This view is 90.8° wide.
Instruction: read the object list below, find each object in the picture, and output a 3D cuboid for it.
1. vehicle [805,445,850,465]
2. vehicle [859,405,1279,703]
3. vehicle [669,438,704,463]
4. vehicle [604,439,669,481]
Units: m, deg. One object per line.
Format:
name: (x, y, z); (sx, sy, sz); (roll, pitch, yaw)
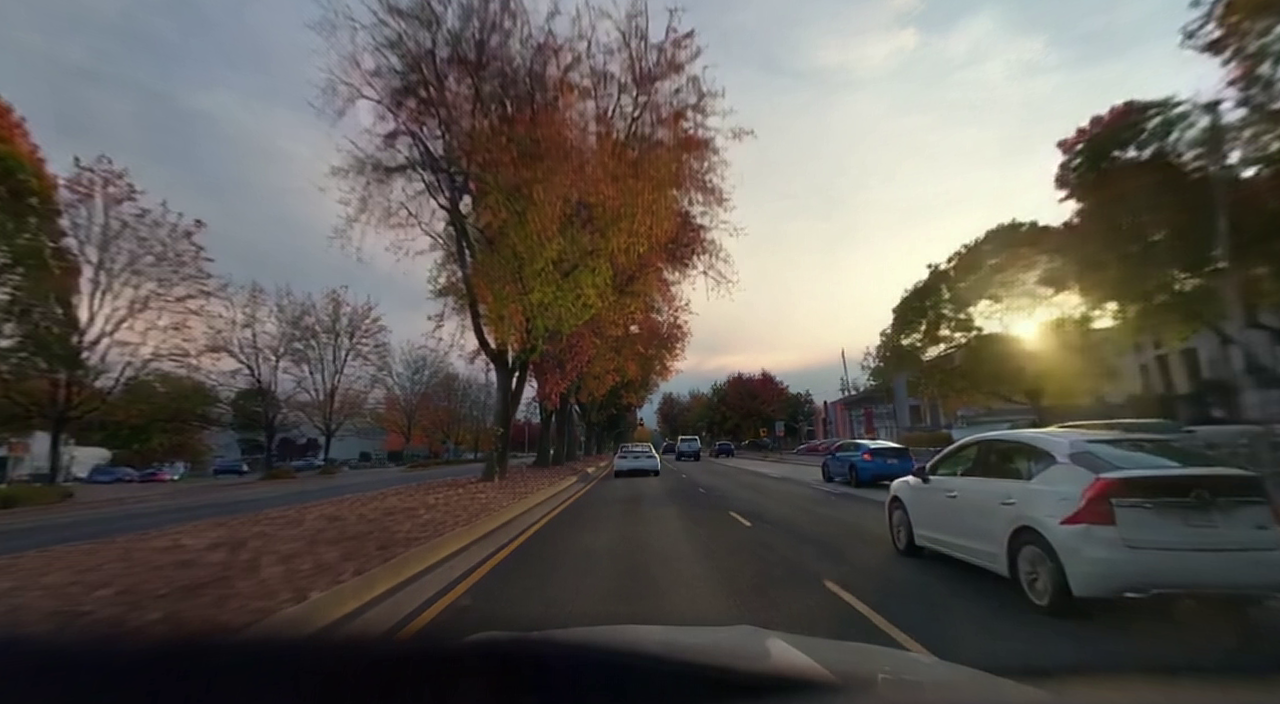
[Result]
vehicle: (14.597, 8.027, 49.458); (2.040, 1.456, 4.673); (0, -8, -1)
vehicle: (3.692, 1.317, 5.280); (2.094, 1.480, 4.323); (0, -8, -1)
vehicle: (3.396, 7.352, 47.291); (2.188, 1.760, 4.297); (0, -8, -1)
vehicle: (-0.177, 4.163, 24.640); (2.289, 1.471, 4.477); (0, -8, -1)
